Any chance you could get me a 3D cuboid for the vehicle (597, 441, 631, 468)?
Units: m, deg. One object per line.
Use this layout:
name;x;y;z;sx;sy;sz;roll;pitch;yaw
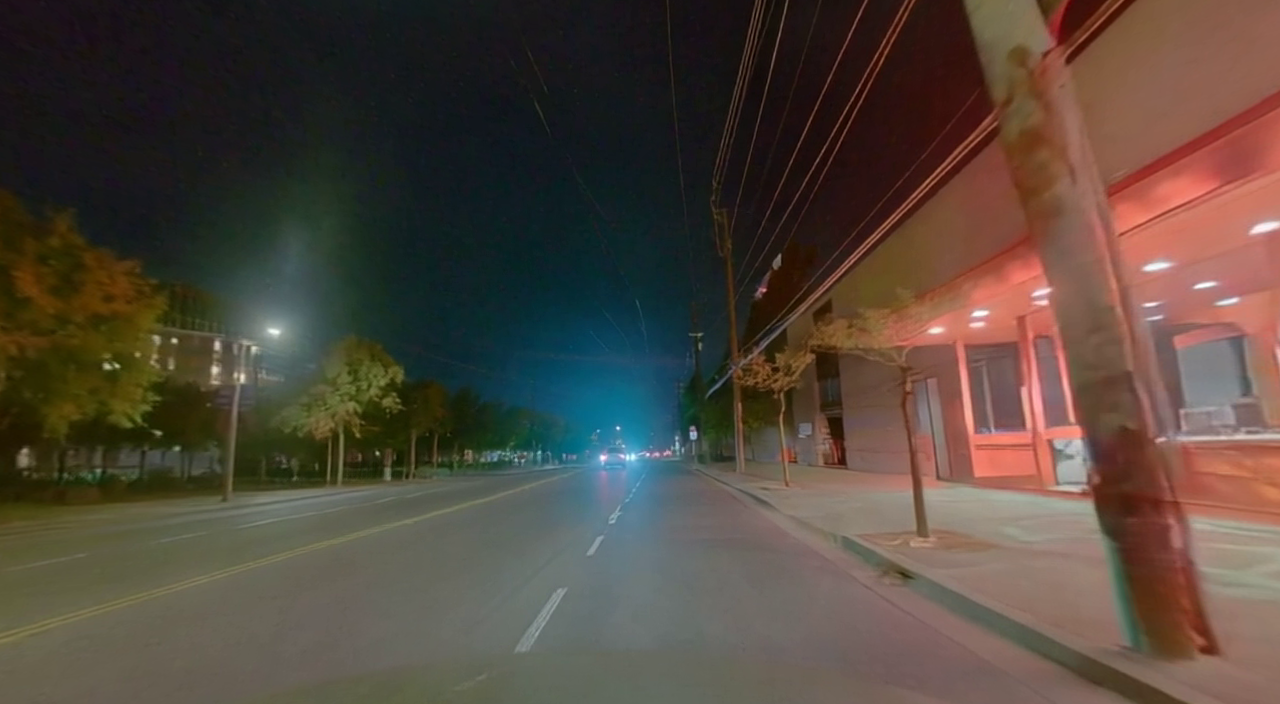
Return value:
vehicle;-1.744;7.169;44.374;2.101;1.721;4.364;0;-8;2
